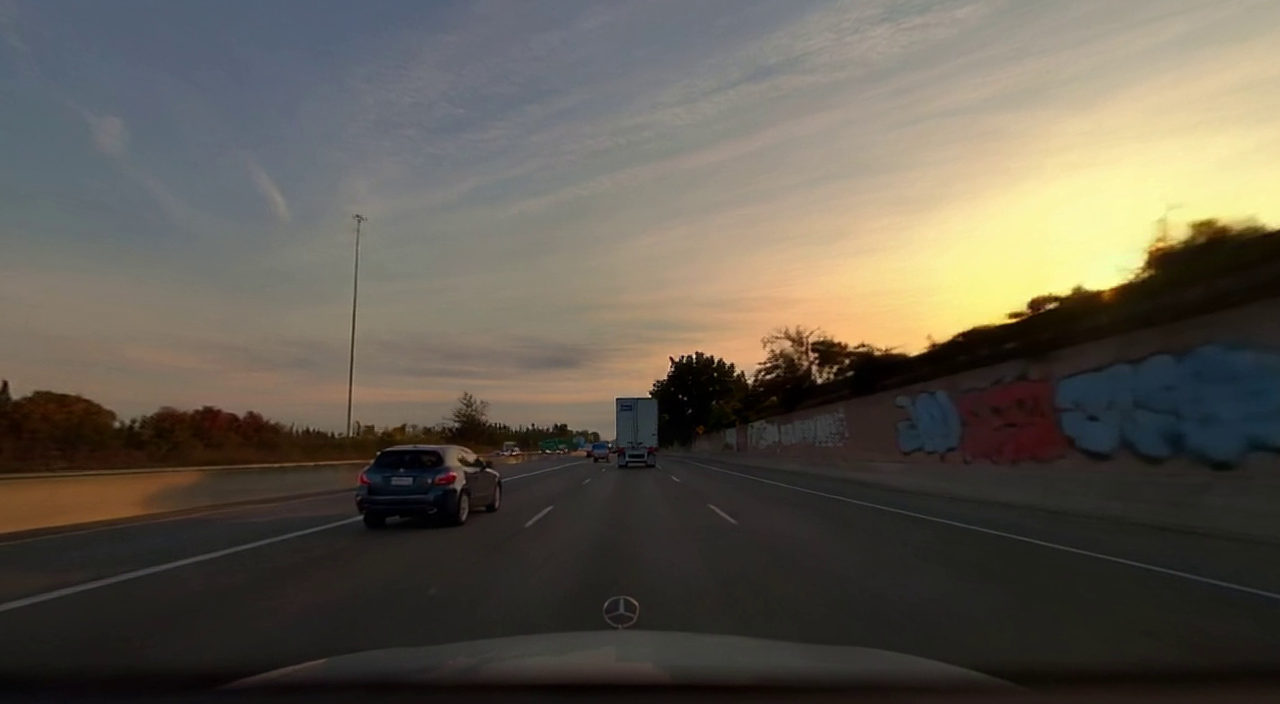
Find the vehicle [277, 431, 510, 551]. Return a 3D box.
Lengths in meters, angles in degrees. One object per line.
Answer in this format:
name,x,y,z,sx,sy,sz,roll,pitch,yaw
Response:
vehicle,-3.667,2.142,10.305,2.158,1.538,4.047,0,-9,0

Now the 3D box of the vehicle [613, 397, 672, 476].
vehicle,-0.057,5.186,37.820,3.042,4.023,10.832,0,-9,-2
